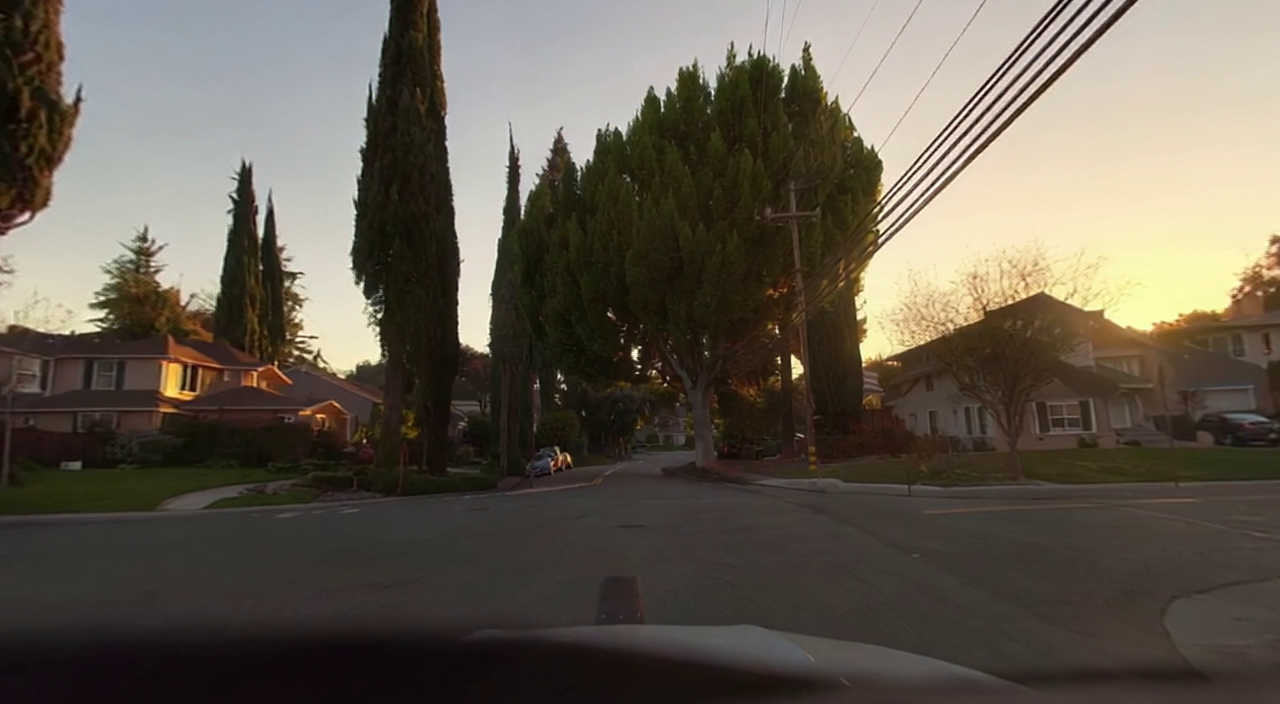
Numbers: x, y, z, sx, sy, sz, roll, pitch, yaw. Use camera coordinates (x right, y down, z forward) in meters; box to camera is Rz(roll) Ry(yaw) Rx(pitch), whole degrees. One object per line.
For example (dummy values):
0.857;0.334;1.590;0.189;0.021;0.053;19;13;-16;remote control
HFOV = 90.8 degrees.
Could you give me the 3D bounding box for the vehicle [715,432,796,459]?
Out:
7.388;6.020;40.705;4.784;1.647;1.947;0;-8;-5;vehicle
